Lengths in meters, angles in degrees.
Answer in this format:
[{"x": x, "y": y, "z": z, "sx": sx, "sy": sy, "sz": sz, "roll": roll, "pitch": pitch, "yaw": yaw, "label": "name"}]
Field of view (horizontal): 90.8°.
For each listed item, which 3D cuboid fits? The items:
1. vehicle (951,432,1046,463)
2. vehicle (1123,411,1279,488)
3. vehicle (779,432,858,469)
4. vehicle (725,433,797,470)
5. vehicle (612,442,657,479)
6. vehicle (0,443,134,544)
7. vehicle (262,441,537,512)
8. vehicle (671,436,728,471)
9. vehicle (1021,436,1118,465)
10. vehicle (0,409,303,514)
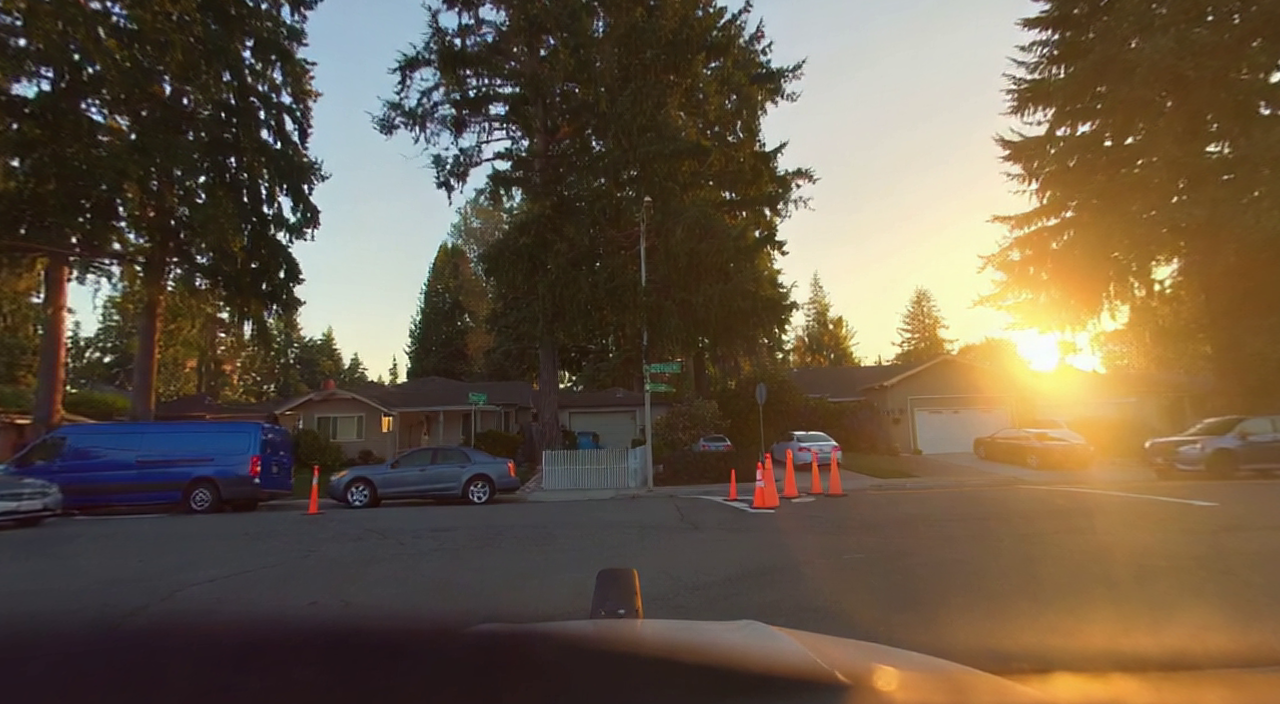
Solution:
[{"x": 23.535, "y": 6.275, "z": 41.603, "sx": 4.984, "sy": 1.912, "sz": 2.132, "roll": 1, "pitch": -8, "yaw": -5, "label": "vehicle"}, {"x": 16.044, "y": 2.552, "z": 16.606, "sx": 5.047, "sy": 1.851, "sz": 2.103, "roll": 1, "pitch": -9, "yaw": -5, "label": "vehicle"}, {"x": 8.066, "y": 4.500, "z": 28.953, "sx": 1.893, "sy": 1.529, "sz": 4.422, "roll": 1, "pitch": -9, "yaw": -7, "label": "vehicle"}, {"x": 5.345, "y": 4.467, "z": 28.493, "sx": 2.007, "sy": 1.555, "sz": 4.204, "roll": 1, "pitch": -9, "yaw": -7, "label": "vehicle"}, {"x": -0.301, "y": 4.760, "z": 27.930, "sx": 1.648, "sy": 1.430, "sz": 3.654, "roll": 4, "pitch": -9, "yaw": -4, "label": "vehicle"}, {"x": -12.015, "y": 2.362, "z": 10.920, "sx": 4.684, "sy": 1.556, "sz": 2.087, "roll": 0, "pitch": -8, "yaw": -1, "label": "vehicle"}, {"x": -6.375, "y": 3.415, "z": 17.807, "sx": 6.643, "sy": 1.777, "sz": 2.925, "roll": 1, "pitch": -9, "yaw": -6, "label": "vehicle"}, {"x": 2.593, "y": 4.536, "z": 28.366, "sx": 1.745, "sy": 1.461, "sz": 4.074, "roll": 1, "pitch": -9, "yaw": -6, "label": "vehicle"}, {"x": 22.767, "y": 5.225, "z": 33.556, "sx": 3.863, "sy": 1.453, "sz": 1.826, "roll": 1, "pitch": -9, "yaw": -5, "label": "vehicle"}, {"x": -14.065, "y": 3.054, "z": 17.444, "sx": 7.824, "sy": 2.323, "sz": 2.863, "roll": -3, "pitch": -10, "yaw": -2, "label": "vehicle"}]
